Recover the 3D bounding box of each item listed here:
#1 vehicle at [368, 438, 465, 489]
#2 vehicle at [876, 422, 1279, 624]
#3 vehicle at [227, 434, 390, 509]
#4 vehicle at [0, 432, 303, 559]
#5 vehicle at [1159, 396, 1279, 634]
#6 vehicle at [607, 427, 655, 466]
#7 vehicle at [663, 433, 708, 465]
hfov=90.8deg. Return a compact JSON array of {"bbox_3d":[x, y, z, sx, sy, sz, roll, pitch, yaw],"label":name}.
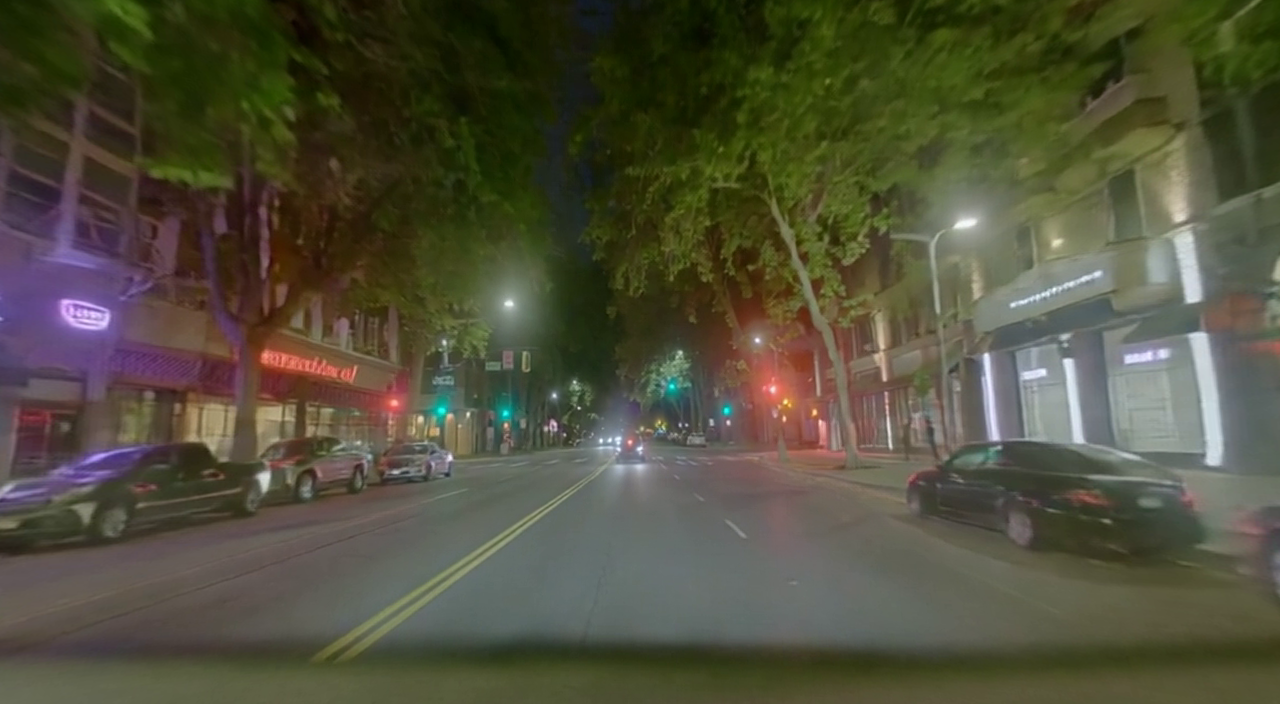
[{"bbox_3d":[-9.675,4.852,27.994,2.048,1.985,6.011,0,-9,0],"label":"vehicle"},{"bbox_3d":[5.530,1.900,8.509,2.266,1.705,5.998,0,-8,-1],"label":"vehicle"},{"bbox_3d":[-9.655,3.486,19.081,1.980,1.931,5.487,0,-8,-1],"label":"vehicle"},{"bbox_3d":[-9.381,2.612,12.401,2.305,1.883,5.580,0,-9,2],"label":"vehicle"},{"bbox_3d":[5.871,1.017,3.291,2.070,1.761,4.848,0,-8,-2],"label":"vehicle"},{"bbox_3d":[-0.461,4.928,33.073,2.301,1.854,4.919,0,-8,-1],"label":"vehicle"},{"bbox_3d":[2.385,5.201,34.005,1.998,1.580,4.015,0,-8,-1],"label":"vehicle"}]
